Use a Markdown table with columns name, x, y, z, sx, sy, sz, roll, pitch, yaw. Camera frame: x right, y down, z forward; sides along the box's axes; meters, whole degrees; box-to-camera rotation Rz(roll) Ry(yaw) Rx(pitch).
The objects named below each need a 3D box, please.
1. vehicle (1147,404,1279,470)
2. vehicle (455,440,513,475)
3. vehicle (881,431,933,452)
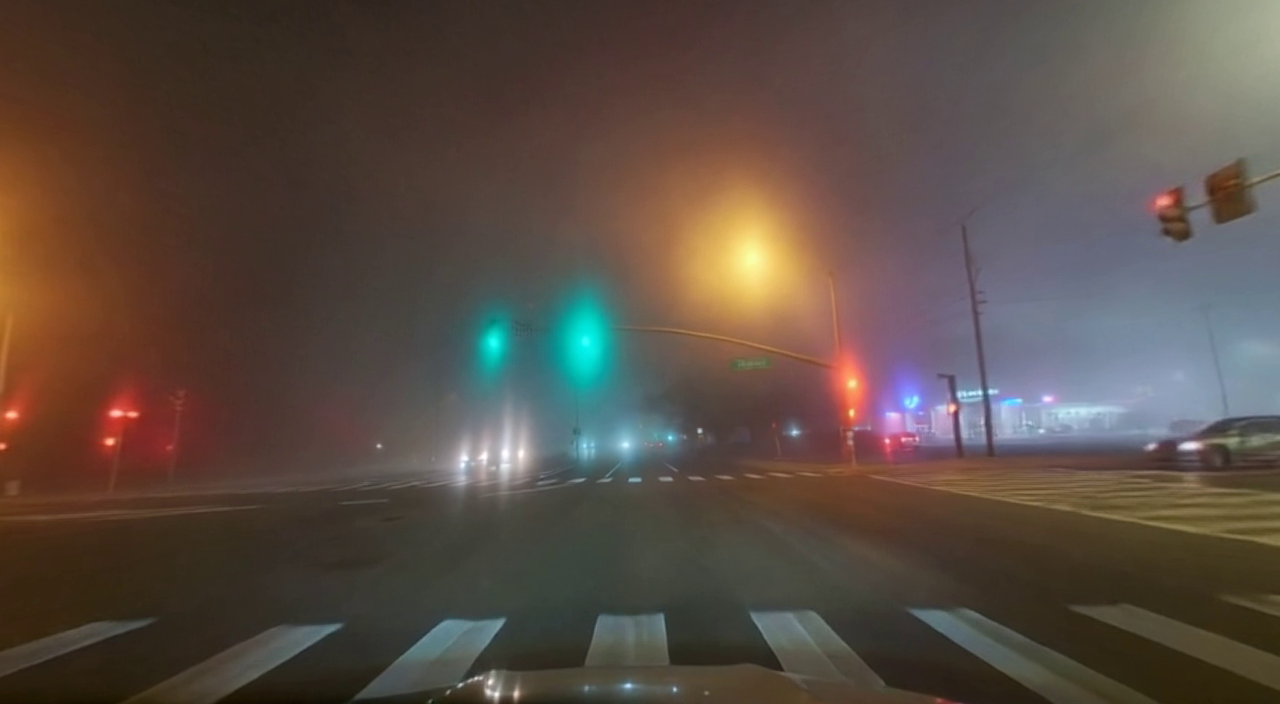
| name | x | y | z | sx | sy | sz | roll | pitch | yaw |
| --- | --- | --- | --- | --- | --- | --- | --- | --- | --- |
| vehicle | 16.466 | 2.209 | 16.386 | 4.727 | 1.585 | 2.066 | -1 | -8 | 2 |
| vehicle | -8.517 | 5.757 | 34.957 | 1.946 | 1.710 | 5.044 | -1 | -8 | 0 |
| vehicle | 20.228 | 6.800 | 47.725 | 2.094 | 1.488 | 4.433 | -8 | -12 | 43 |
